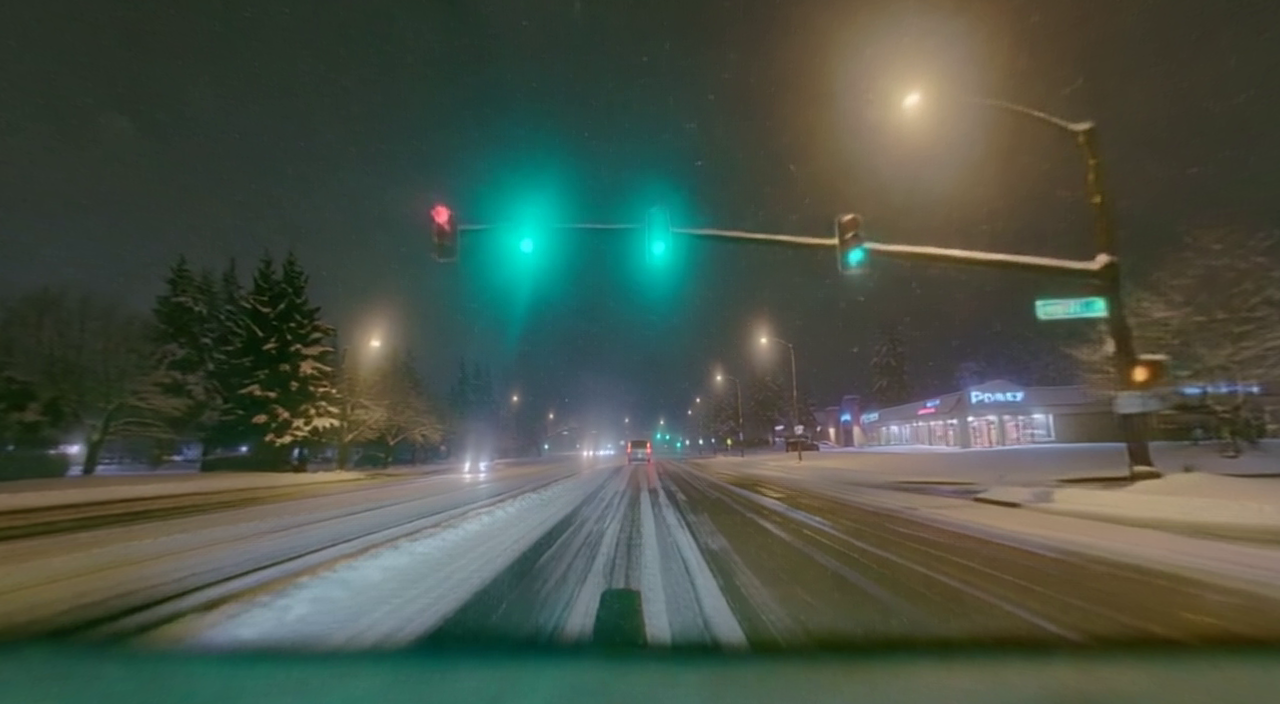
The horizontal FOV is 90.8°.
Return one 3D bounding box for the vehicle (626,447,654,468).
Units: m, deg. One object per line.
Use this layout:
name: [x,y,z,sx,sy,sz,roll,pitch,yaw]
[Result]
vehicle: [-0.058,7.953,47.770,2.027,1.494,3.942,0,-8,-1]
